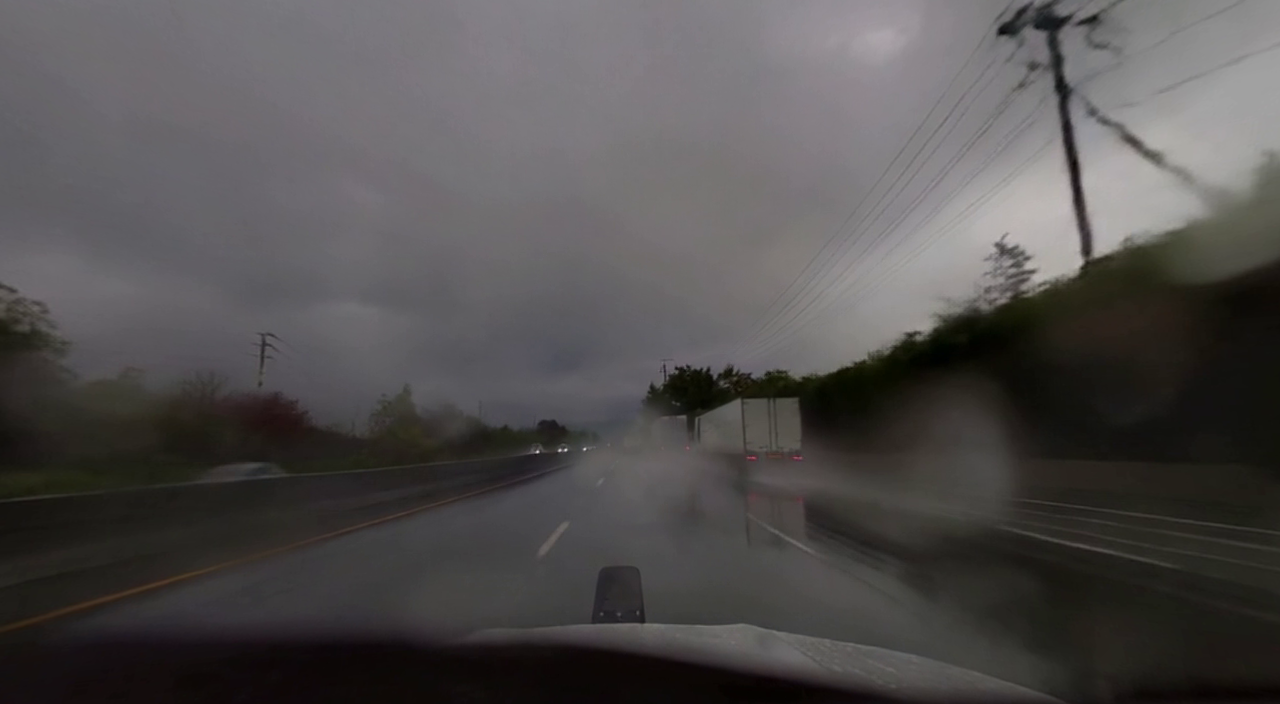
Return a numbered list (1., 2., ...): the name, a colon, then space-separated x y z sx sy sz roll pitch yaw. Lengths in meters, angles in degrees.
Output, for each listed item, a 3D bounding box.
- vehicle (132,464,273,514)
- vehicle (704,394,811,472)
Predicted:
1. vehicle: -15.187 4.735 22.169 1.849 1.415 4.408 0 -9 -1
2. vehicle: 7.200 5.641 42.417 3.400 4.134 17.388 0 -9 -2
